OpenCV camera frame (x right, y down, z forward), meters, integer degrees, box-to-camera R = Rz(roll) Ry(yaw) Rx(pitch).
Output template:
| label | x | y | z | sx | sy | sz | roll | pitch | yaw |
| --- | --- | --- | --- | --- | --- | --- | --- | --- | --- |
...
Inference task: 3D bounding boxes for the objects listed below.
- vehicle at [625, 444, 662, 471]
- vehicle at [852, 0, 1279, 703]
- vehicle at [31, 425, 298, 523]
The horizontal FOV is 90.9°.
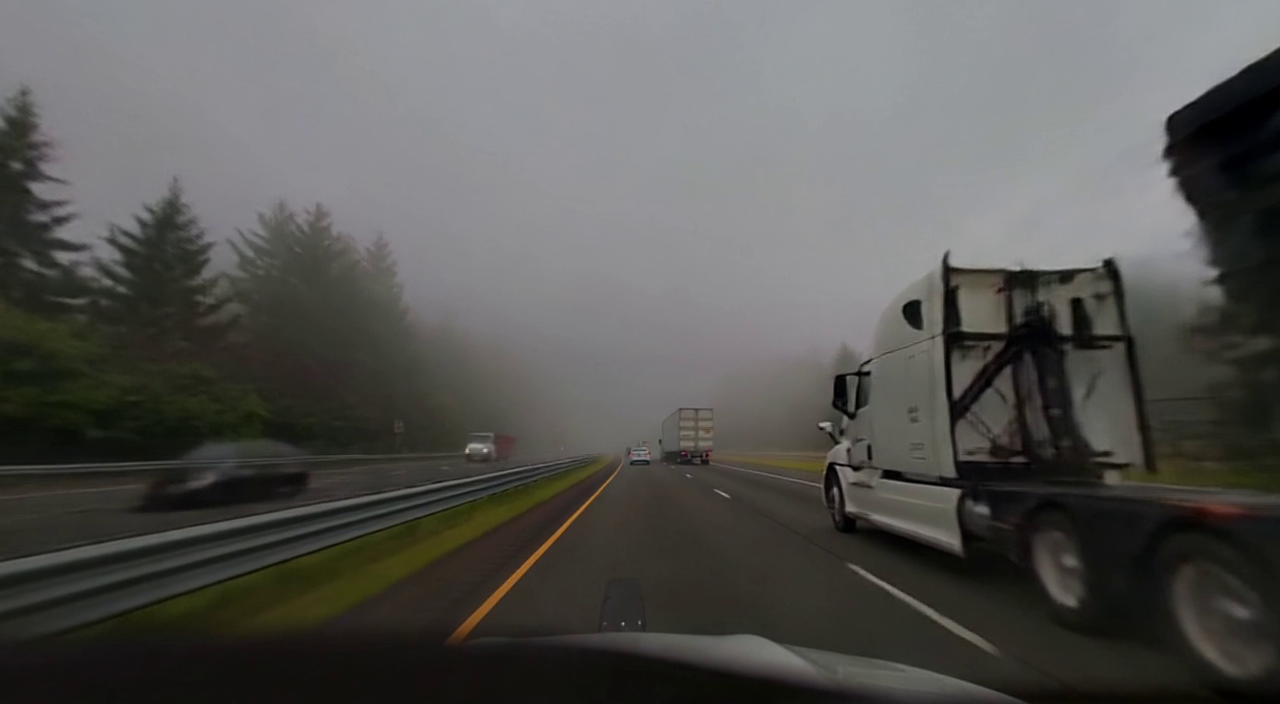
| label | x | y | z | sx | sy | sz | roll | pitch | yaw |
| --- | --- | --- | --- | --- | --- | --- | --- | --- | --- |
| vehicle | 0.141 | 6.323 | 38.093 | 2.051 | 1.513 | 4.511 | 0 | -9 | -2 |
| vehicle | 4.457 | -0.158 | 0.853 | 2.867 | 3.571 | 14.305 | 0 | -9 | -2 |
| vehicle | -9.108 | 2.361 | 12.704 | 2.020 | 1.618 | 4.287 | 0 | -9 | 0 |
